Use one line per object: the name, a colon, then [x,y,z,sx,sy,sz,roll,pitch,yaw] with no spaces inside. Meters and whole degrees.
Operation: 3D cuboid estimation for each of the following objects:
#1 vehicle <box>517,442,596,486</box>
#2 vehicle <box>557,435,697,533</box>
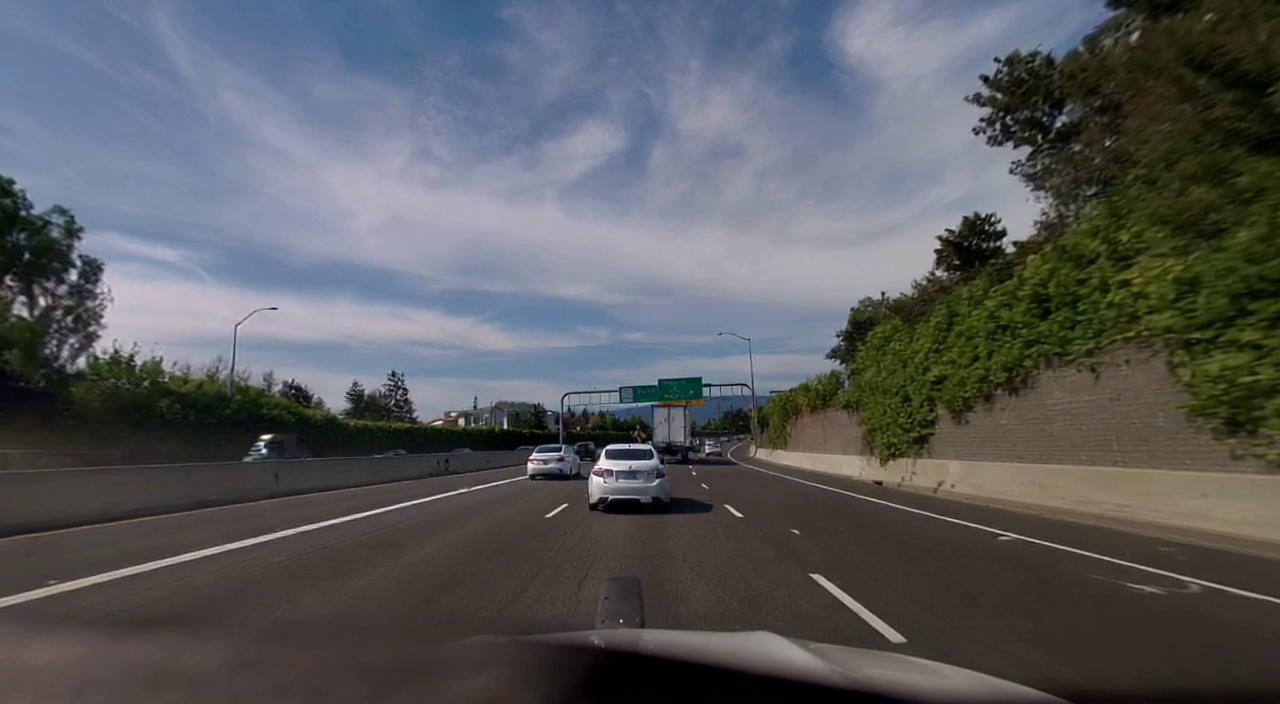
vehicle: [-2.934,4.079,23.332,2.104,1.473,4.496,-1,-9,3]
vehicle: [-0.169,2.327,11.713,2.136,1.470,3.971,0,-9,1]
